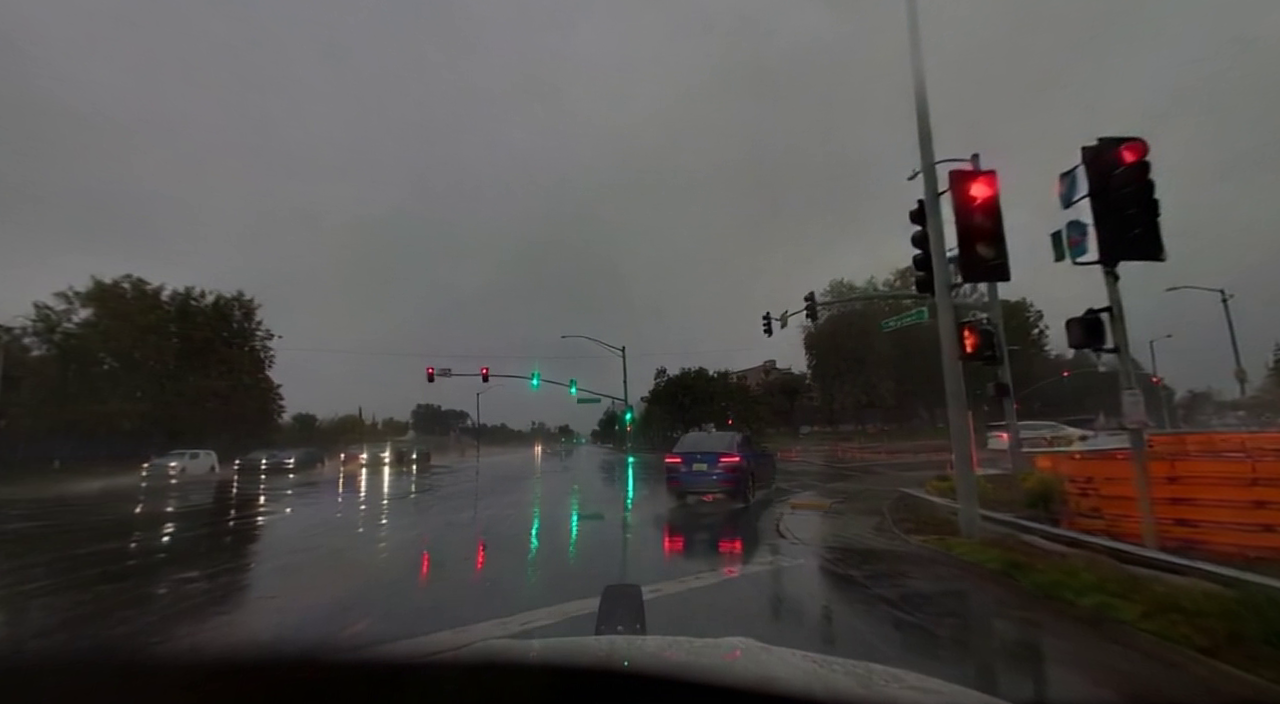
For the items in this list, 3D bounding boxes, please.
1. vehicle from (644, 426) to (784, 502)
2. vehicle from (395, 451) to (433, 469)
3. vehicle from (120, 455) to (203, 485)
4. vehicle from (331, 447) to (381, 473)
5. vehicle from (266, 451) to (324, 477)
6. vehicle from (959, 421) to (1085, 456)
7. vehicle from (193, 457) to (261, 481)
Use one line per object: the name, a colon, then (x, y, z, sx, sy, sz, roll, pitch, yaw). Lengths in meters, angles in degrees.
vehicle: (1.916, 2.595, 15.002, 2.183, 1.506, 4.286, -4, -9, 22)
vehicle: (-17.831, 8.516, 49.997, 1.870, 1.344, 4.321, 1, -9, -6)
vehicle: (-30.763, 7.589, 40.845, 2.142, 1.723, 4.692, 1, -9, -8)
vehicle: (-21.193, 8.048, 47.301, 2.101, 1.759, 4.619, 1, -9, -8)
vehicle: (-24.457, 7.909, 44.923, 2.081, 1.670, 4.376, 1, -9, -8)
vehicle: (17.346, 3.959, 28.887, 4.467, 1.477, 1.873, -2, -8, 8)
vehicle: (-27.919, 7.873, 42.890, 2.024, 1.448, 4.478, 1, -9, -7)
